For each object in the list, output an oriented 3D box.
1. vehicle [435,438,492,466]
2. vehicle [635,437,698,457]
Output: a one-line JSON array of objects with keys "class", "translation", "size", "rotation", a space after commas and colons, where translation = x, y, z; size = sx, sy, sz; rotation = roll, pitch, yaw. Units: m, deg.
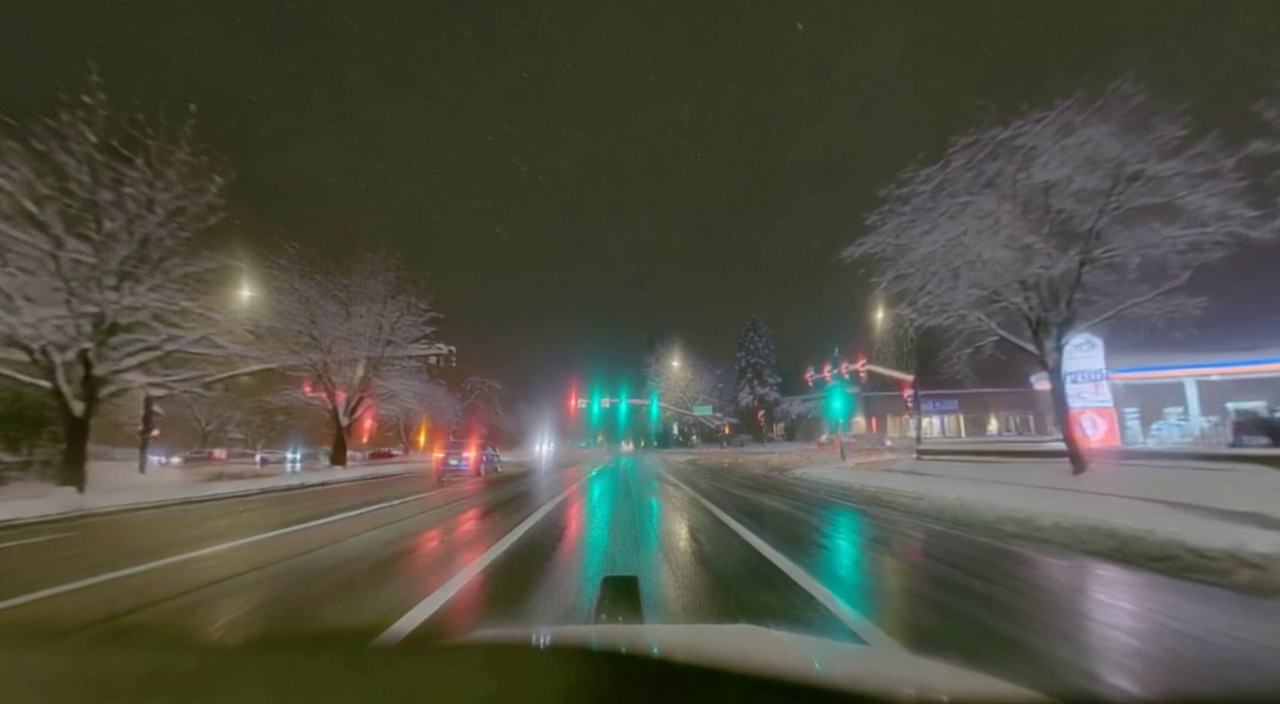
[{"class": "vehicle", "translation": [-10.166, 5.786, 36.606], "size": [1.899, 1.460, 4.880], "rotation": [0, -8, 0]}, {"class": "vehicle", "translation": [2.104, 7.470, 49.575], "size": [4.885, 1.503, 1.845], "rotation": [-1, -8, 3]}]
